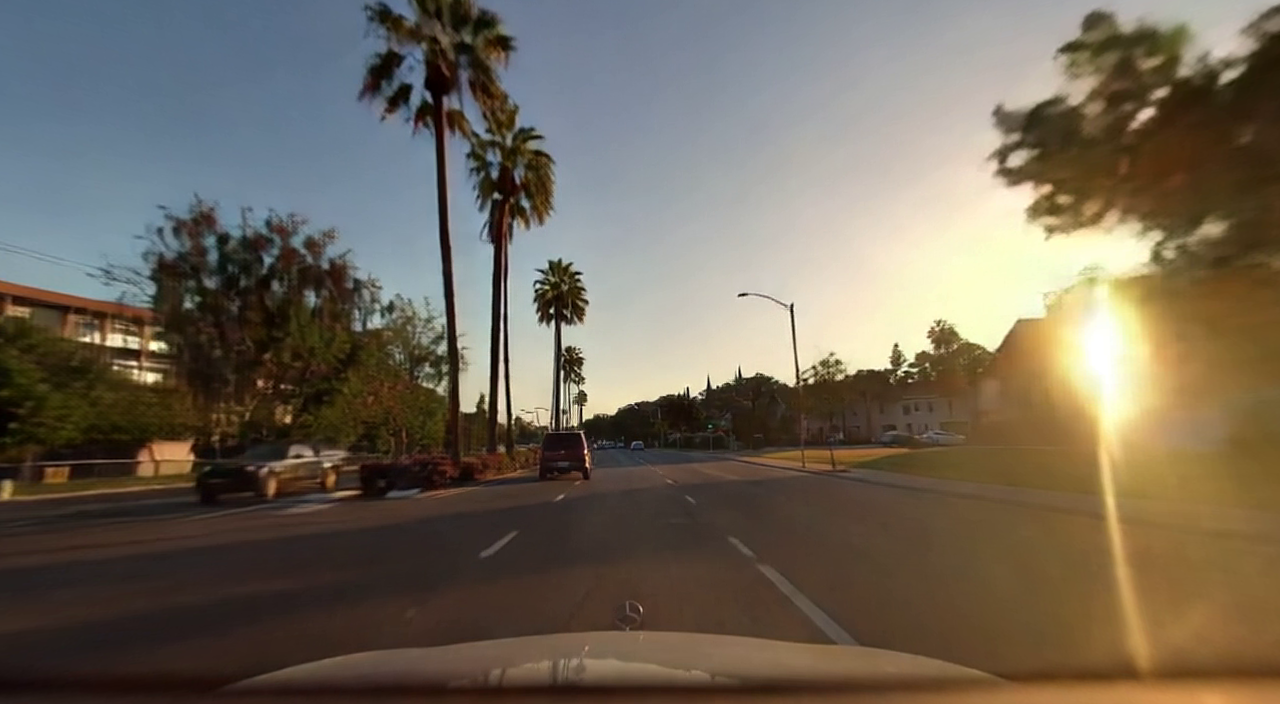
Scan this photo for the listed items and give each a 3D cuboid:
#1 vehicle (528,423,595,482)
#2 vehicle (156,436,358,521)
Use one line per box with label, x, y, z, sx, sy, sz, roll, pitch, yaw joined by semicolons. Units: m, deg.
vehicle;-3.203;4.249;26.742;2.507;2.161;6.049;1;-9;-5
vehicle;-8.792;2.915;15.035;2.114;1.698;4.415;0;-9;-2
